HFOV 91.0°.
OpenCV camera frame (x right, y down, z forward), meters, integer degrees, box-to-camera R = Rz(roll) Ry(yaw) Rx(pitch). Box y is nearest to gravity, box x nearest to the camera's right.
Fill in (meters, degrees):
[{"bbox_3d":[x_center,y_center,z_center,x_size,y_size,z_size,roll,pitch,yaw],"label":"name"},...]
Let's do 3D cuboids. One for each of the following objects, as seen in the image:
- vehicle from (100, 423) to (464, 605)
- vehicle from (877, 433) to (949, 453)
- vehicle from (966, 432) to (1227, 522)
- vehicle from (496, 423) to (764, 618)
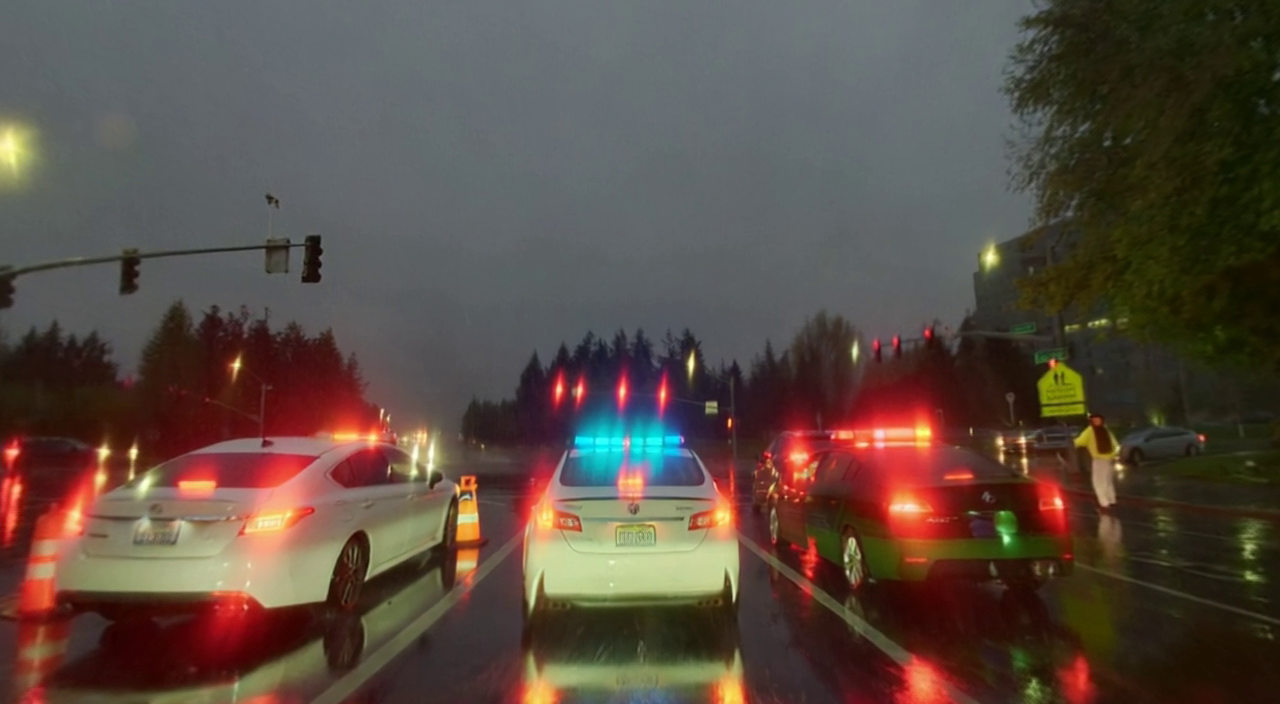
[{"bbox_3d":[-3.604,1.674,7.388,1.863,1.526,4.006,0,-8,1],"label":"vehicle"},{"bbox_3d":[21.616,7.219,49.895,4.827,1.484,1.883,0,-9,1],"label":"vehicle"},{"bbox_3d":[9.370,2.578,13.597,1.957,1.576,4.670,0,-8,-3],"label":"vehicle"},{"bbox_3d":[-0.120,1.625,7.090,2.061,1.486,4.332,0,-8,-1],"label":"vehicle"}]
